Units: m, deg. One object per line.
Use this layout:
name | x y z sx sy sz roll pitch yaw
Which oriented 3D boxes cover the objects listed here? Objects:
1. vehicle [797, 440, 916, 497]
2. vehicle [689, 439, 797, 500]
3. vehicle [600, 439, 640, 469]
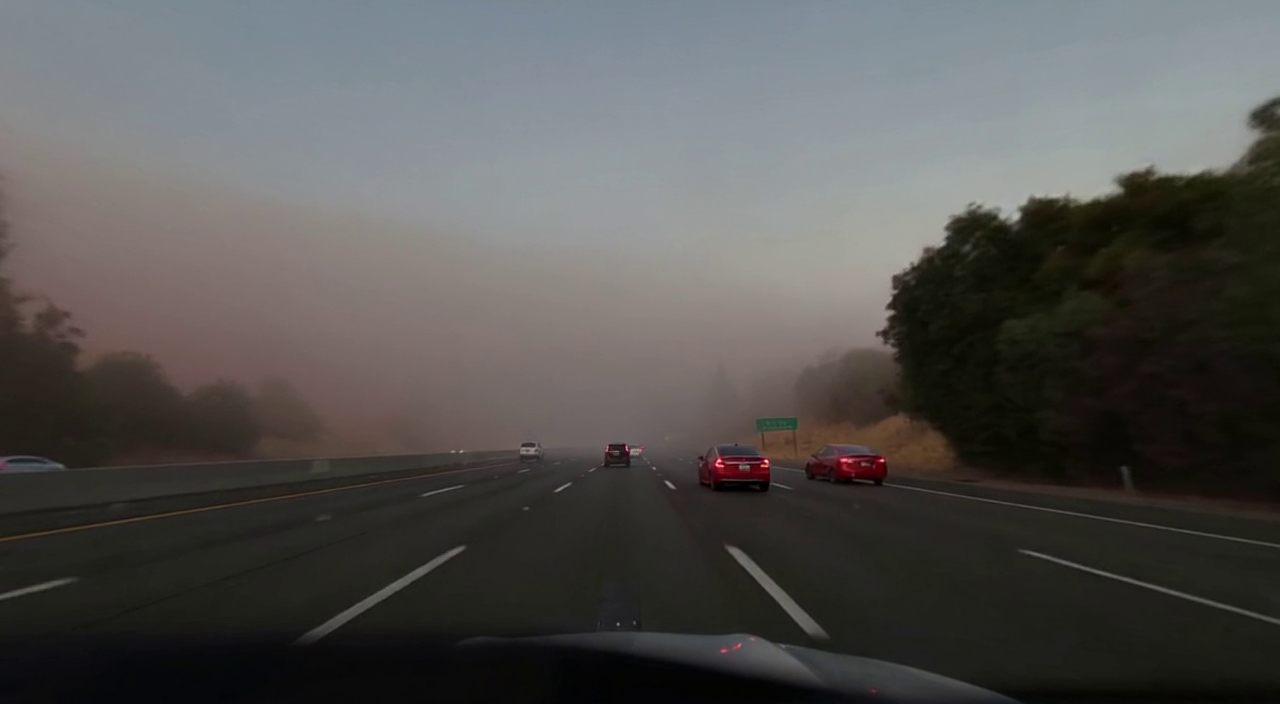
vehicle | 6.247 3.390 18.828 1.845 1.452 4.352 0 -8 -2
vehicle | 2.743 3.274 18.122 2.120 1.492 4.734 0 -8 -2
vehicle | -1.172 6.070 37.702 2.277 1.675 4.023 0 -8 -2
